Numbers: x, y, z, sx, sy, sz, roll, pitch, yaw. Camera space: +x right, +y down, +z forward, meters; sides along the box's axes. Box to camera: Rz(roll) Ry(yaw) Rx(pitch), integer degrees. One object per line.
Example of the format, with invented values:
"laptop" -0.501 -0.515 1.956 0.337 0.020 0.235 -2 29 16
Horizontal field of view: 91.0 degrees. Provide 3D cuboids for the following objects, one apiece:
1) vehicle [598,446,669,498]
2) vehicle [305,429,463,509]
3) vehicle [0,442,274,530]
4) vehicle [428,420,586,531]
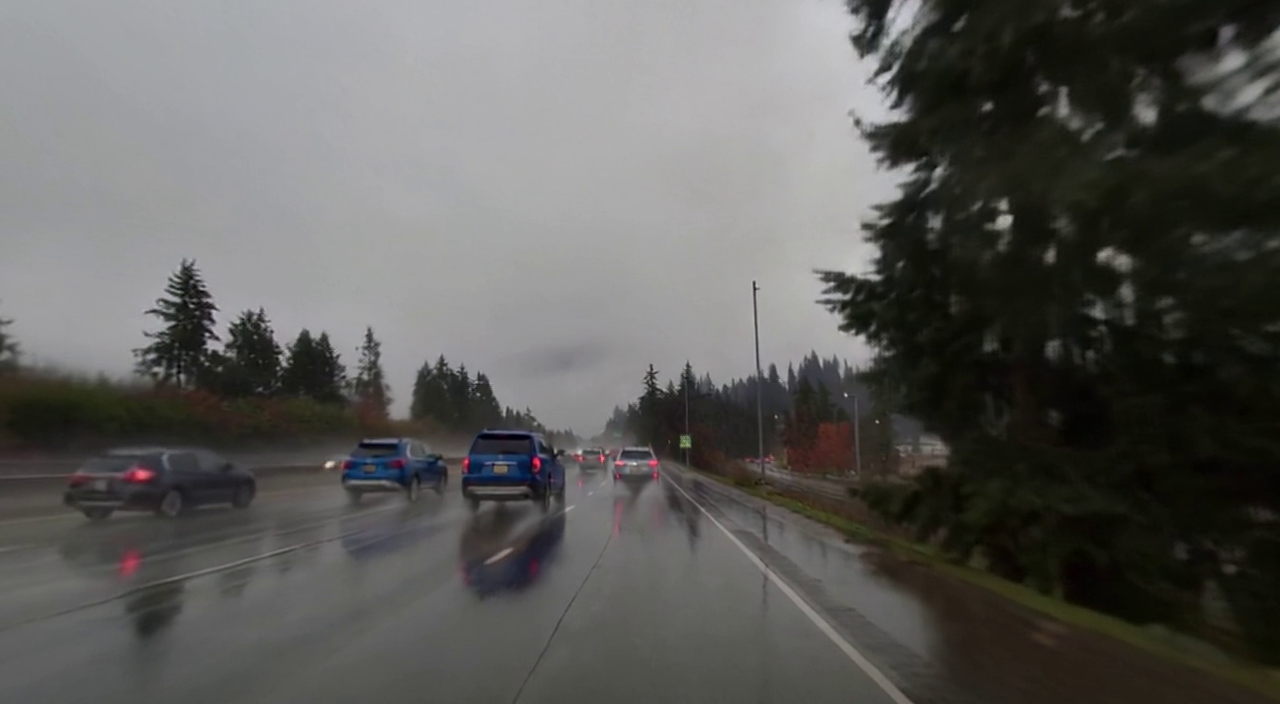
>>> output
"vehicle" -0.172 3.799 20.386 2.068 1.488 4.045 0 -9 0
"vehicle" -6.547 3.043 16.837 2.162 1.823 4.566 0 -9 2
"vehicle" -10.085 2.631 13.040 2.126 1.480 4.589 0 -9 2
"vehicle" -2.374 2.353 12.486 2.123 1.798 4.108 0 -9 2
